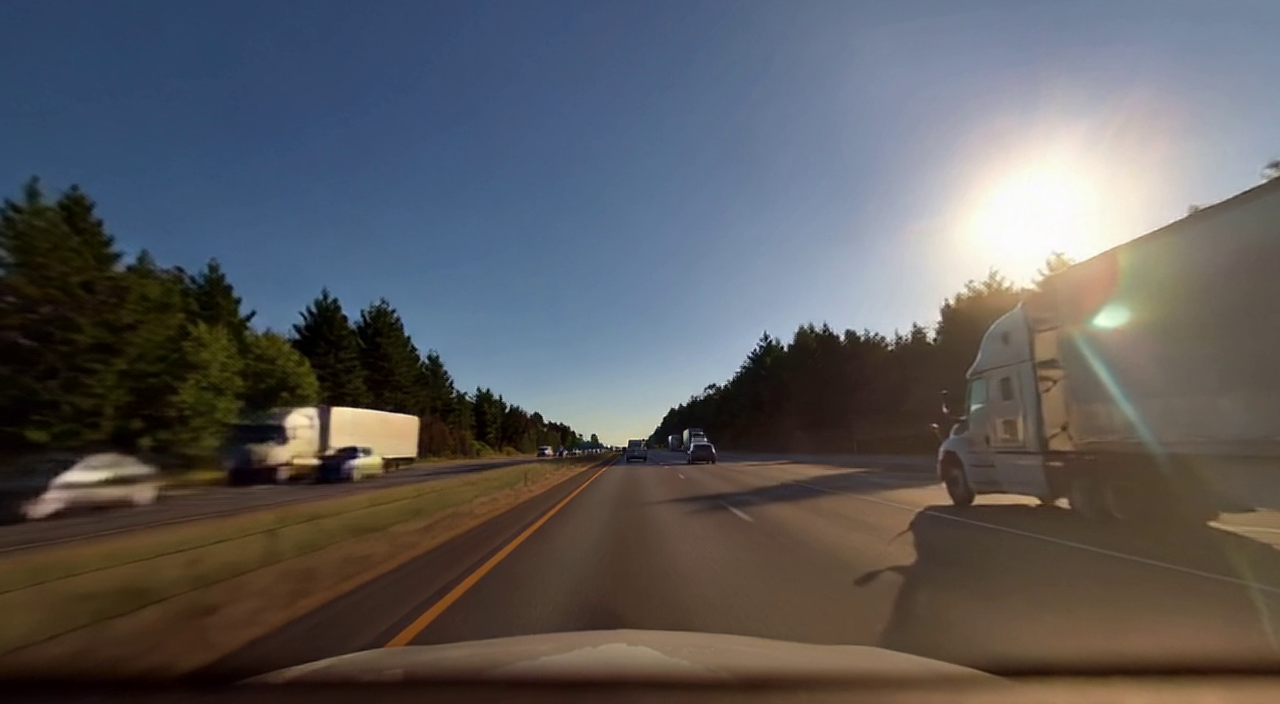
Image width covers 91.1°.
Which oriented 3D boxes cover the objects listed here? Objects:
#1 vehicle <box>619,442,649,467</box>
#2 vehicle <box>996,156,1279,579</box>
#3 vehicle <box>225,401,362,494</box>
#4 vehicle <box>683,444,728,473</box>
[{"bbox_3d":[-0.431,7.424,45.532,2.114,1.706,4.106,0,-9,-1],"label":"vehicle"},{"bbox_3d":[7.810,-0.243,3.633,3.044,4.073,14.016,0,-9,-1],"label":"vehicle"},{"bbox_3d":[-16.717,4.697,30.961,3.194,4.043,6.006,0,-9,0],"label":"vehicle"},{"bbox_3d":[3.615,5.968,35.449,2.025,1.534,4.179,0,-9,-1],"label":"vehicle"}]
